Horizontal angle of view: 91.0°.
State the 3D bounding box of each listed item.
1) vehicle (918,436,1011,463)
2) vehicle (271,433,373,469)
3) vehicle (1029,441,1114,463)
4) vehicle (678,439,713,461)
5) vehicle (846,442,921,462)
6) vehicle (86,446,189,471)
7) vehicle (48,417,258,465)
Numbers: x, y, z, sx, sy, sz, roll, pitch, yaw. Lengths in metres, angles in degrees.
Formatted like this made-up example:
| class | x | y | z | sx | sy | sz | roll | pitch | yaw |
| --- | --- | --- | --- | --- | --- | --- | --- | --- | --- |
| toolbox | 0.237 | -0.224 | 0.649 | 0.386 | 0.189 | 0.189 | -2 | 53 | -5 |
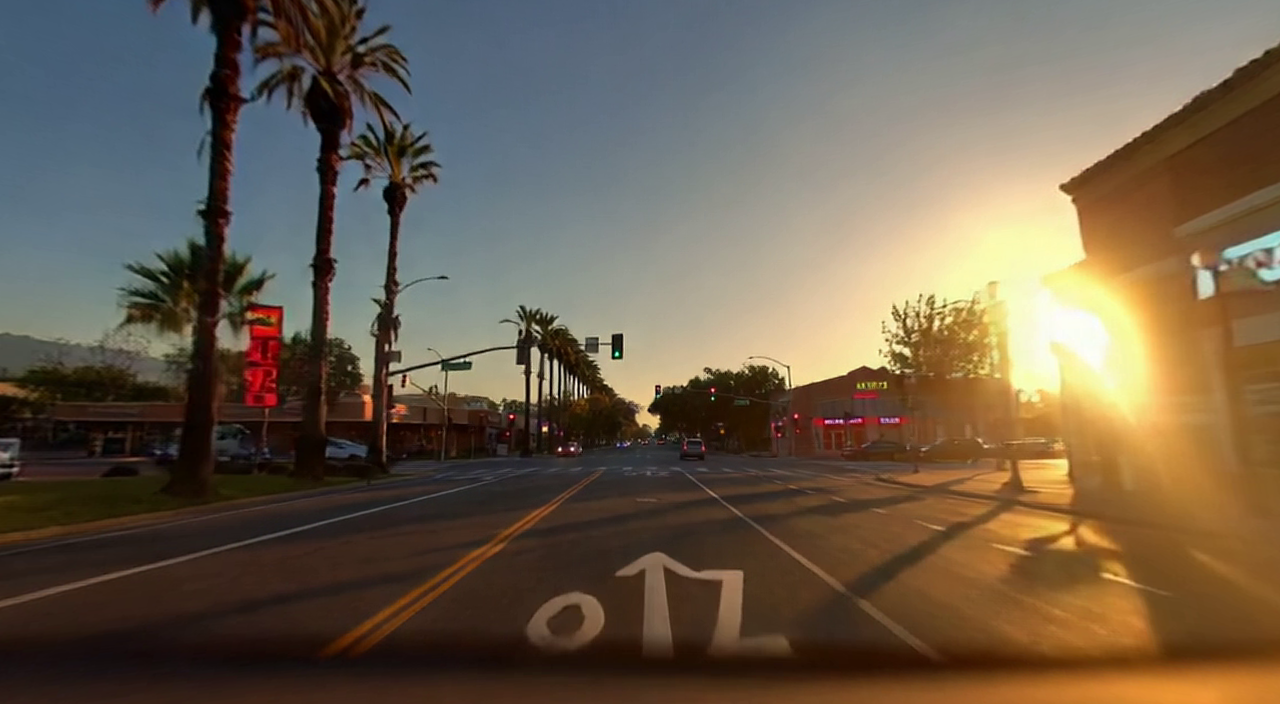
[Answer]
| class | x | y | z | sx | sy | sz | roll | pitch | yaw |
| --- | --- | --- | --- | --- | --- | --- | --- | --- | --- |
| vehicle | 23.405 | 7.023 | 45.491 | 5.509 | 1.873 | 2.123 | 0 | -8 | -1 |
| vehicle | -19.313 | 6.013 | 38.376 | 4.901 | 2.064 | 2.296 | 0 | -8 | 1 |
| vehicle | 31.270 | 7.252 | 45.650 | 4.701 | 1.463 | 1.989 | 0 | -8 | -2 |
| vehicle | 3.975 | 7.082 | 45.645 | 2.065 | 1.507 | 4.225 | 0 | -8 | -1 |
| vehicle | 18.933 | 7.774 | 49.108 | 4.977 | 1.508 | 1.948 | 0 | -8 | 0 |
| vehicle | -30.563 | 6.501 | 38.360 | 4.538 | 1.446 | 2.028 | 0 | -8 | 1 |
| vehicle | -35.442 | 6.498 | 46.163 | 12.726 | 3.308 | 3.114 | 0 | -7 | 0 |
